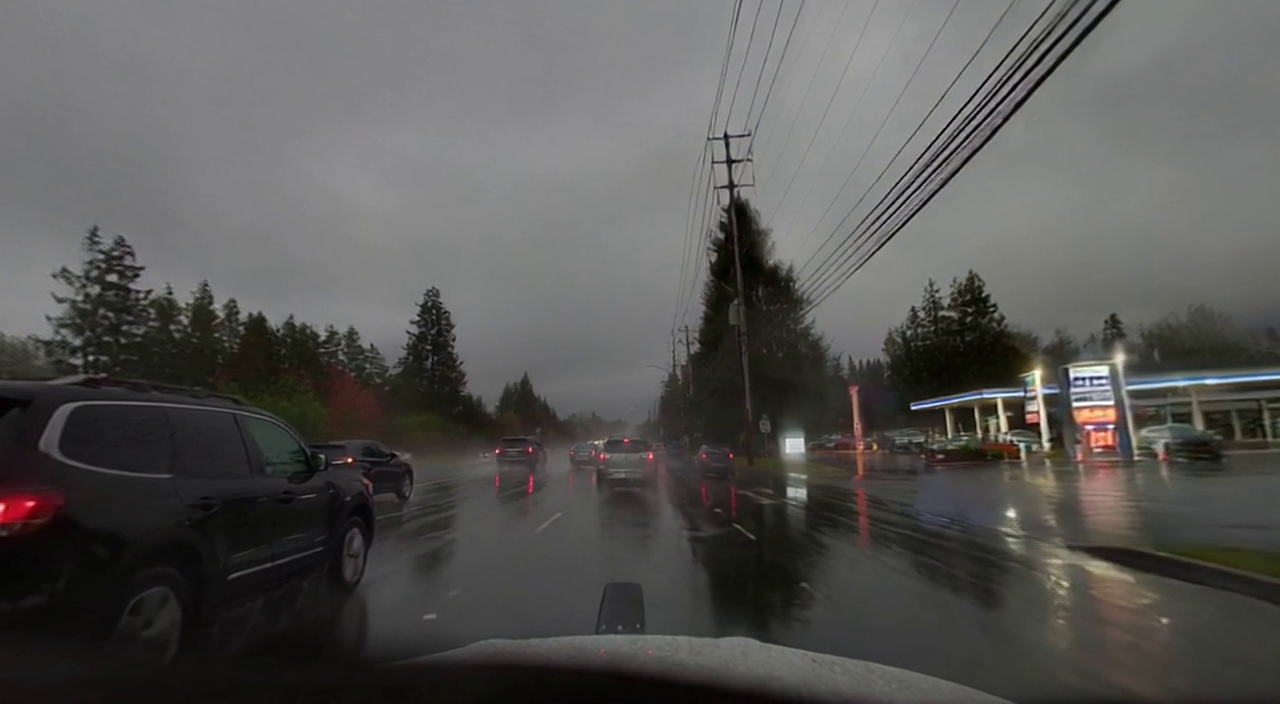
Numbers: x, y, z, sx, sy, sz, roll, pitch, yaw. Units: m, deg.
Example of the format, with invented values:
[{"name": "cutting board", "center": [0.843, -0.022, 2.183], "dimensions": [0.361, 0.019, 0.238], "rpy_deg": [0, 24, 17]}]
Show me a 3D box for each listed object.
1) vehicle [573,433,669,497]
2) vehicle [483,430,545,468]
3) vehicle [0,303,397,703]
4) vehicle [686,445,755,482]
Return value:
[{"name": "vehicle", "center": [-0.444, 2.890, 16.508], "dimensions": [2.189, 1.437, 4.135], "rpy_deg": [0, -8, 0]}, {"name": "vehicle", "center": [-6.814, 5.338, 34.767], "dimensions": [2.385, 1.918, 5.056], "rpy_deg": [0, -8, 0]}, {"name": "vehicle", "center": [-3.228, 0.838, 3.467], "dimensions": [1.922, 1.642, 4.547], "rpy_deg": [0, -8, 1]}, {"name": "vehicle", "center": [3.040, 4.329, 24.926], "dimensions": [2.065, 1.302, 4.416], "rpy_deg": [0, -8, -1]}]
